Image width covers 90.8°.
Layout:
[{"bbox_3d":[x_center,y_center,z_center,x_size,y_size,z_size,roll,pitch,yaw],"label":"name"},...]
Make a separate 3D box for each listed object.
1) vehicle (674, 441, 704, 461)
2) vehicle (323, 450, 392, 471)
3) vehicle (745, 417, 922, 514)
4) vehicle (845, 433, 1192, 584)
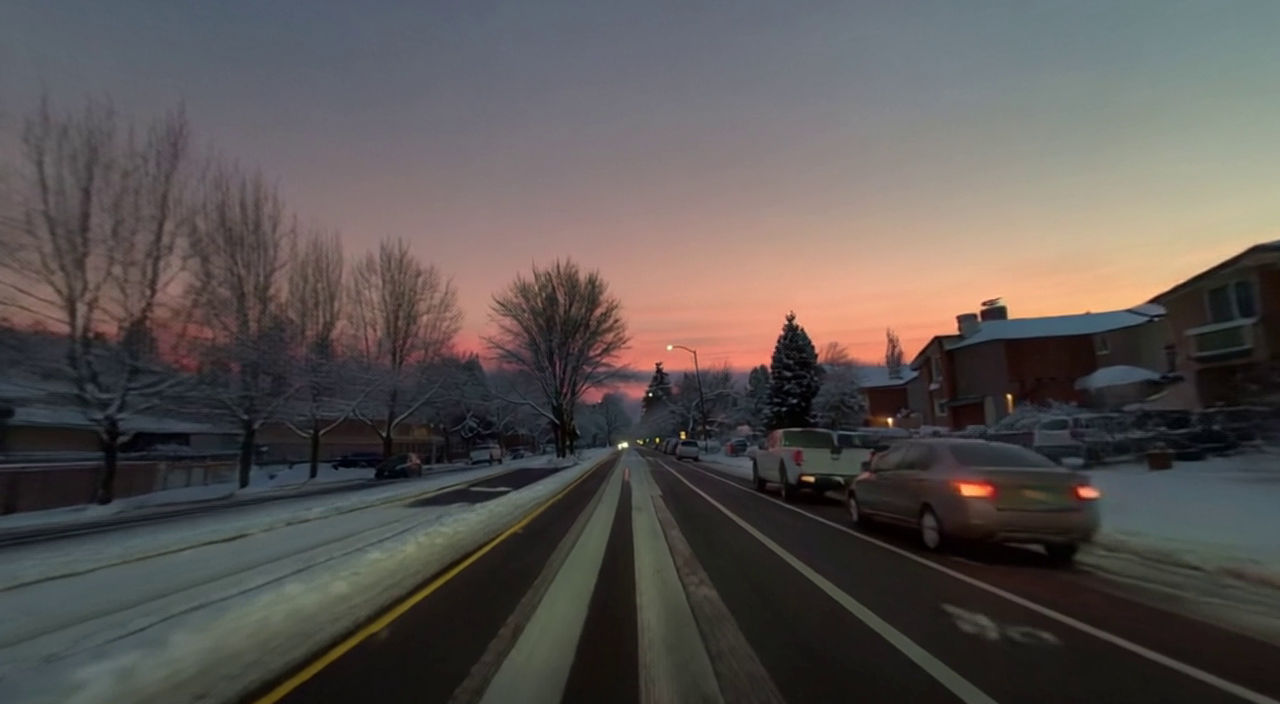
[{"bbox_3d":[3.734,7.673,48.912,1.970,1.455,4.233,0,-8,-1],"label":"vehicle"},{"bbox_3d":[-22.250,8.553,49.870,4.413,1.477,2.100,-1,-9,0],"label":"vehicle"},{"bbox_3d":[4.237,2.632,15.197,2.293,1.858,5.868,0,-8,-1],"label":"vehicle"},{"bbox_3d":[4.494,1.882,8.525,1.919,1.474,4.370,0,-8,-1],"label":"vehicle"}]
